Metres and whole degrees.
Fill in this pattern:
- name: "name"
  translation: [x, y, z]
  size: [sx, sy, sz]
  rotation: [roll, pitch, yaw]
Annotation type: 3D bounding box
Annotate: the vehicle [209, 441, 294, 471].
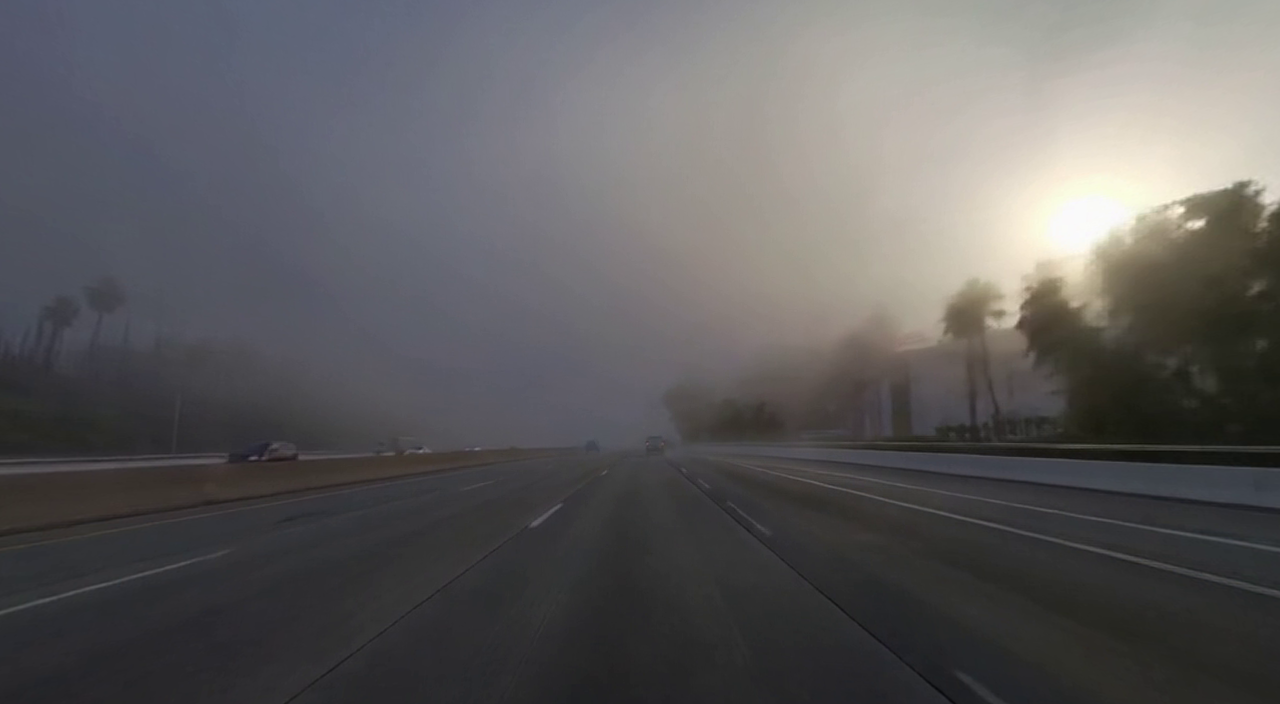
- name: "vehicle"
  translation: [-27.646, 7.391, 44.943]
  size: [2.222, 1.975, 6.003]
  rotation: [0, -9, 0]
